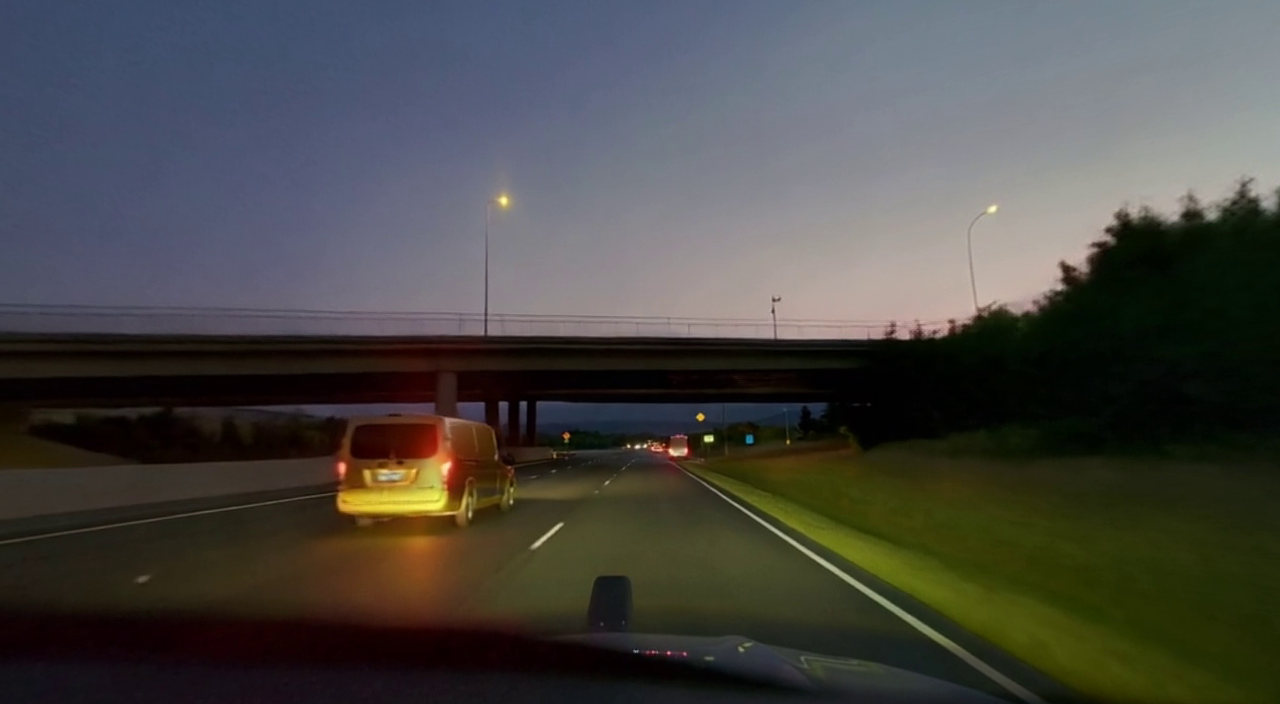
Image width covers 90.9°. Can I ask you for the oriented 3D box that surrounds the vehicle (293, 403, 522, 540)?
[{"bbox_3d":[-3.795,2.104,11.564,2.167,1.929,5.037,0,-9,1],"label":"vehicle"}]
